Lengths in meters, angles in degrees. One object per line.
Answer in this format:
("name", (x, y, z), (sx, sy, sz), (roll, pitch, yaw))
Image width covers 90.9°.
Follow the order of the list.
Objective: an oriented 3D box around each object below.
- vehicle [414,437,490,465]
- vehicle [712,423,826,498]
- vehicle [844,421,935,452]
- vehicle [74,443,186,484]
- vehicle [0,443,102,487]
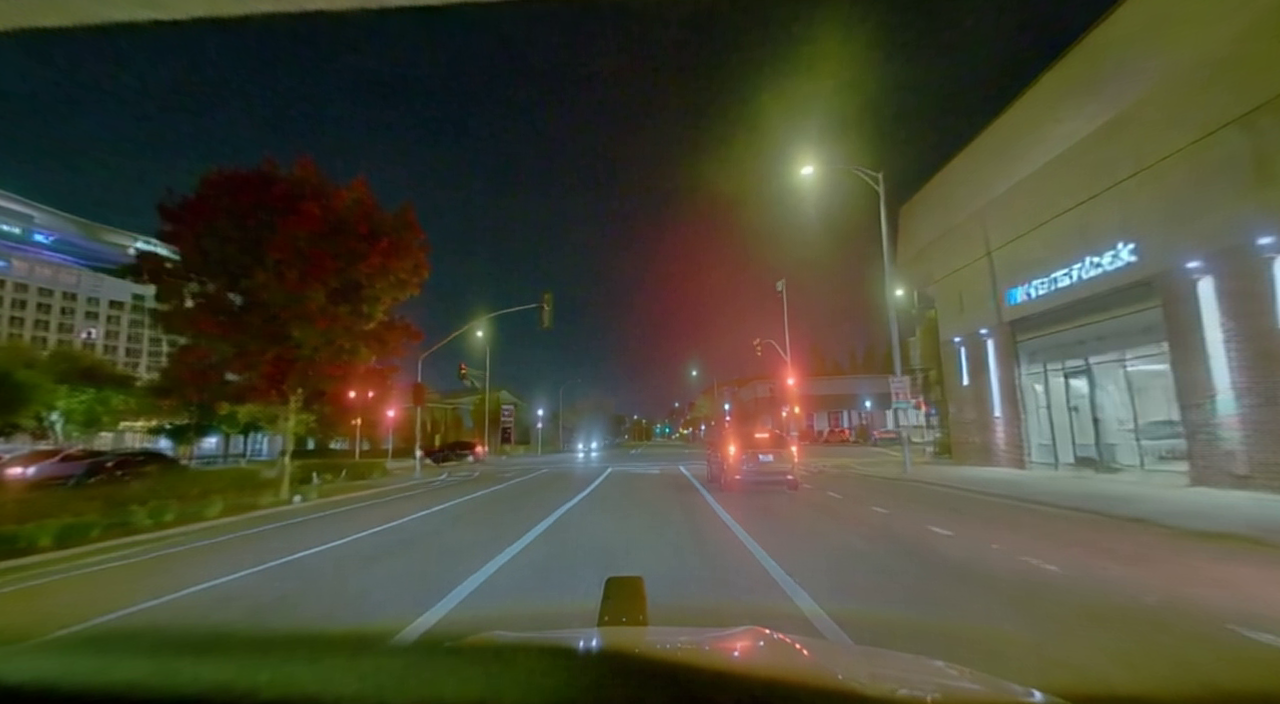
("vehicle", (-11.403, 5.986, 38.293), (4.037, 1.562, 2.099), (-4, -9, 26))
("vehicle", (2.956, 2.569, 15.360), (1.947, 1.576, 3.825), (0, -8, 0))
("vehicle", (14.912, 5.094, 37.852), (4.611, 1.778, 1.939), (0, -8, 0))
("vehicle", (-23.039, 4.998, 28.705), (1.757, 1.699, 3.854), (0, -8, 1))
("vehicle", (-27.443, 5.083, 28.755), (1.807, 1.795, 4.566), (0, -8, 0))
